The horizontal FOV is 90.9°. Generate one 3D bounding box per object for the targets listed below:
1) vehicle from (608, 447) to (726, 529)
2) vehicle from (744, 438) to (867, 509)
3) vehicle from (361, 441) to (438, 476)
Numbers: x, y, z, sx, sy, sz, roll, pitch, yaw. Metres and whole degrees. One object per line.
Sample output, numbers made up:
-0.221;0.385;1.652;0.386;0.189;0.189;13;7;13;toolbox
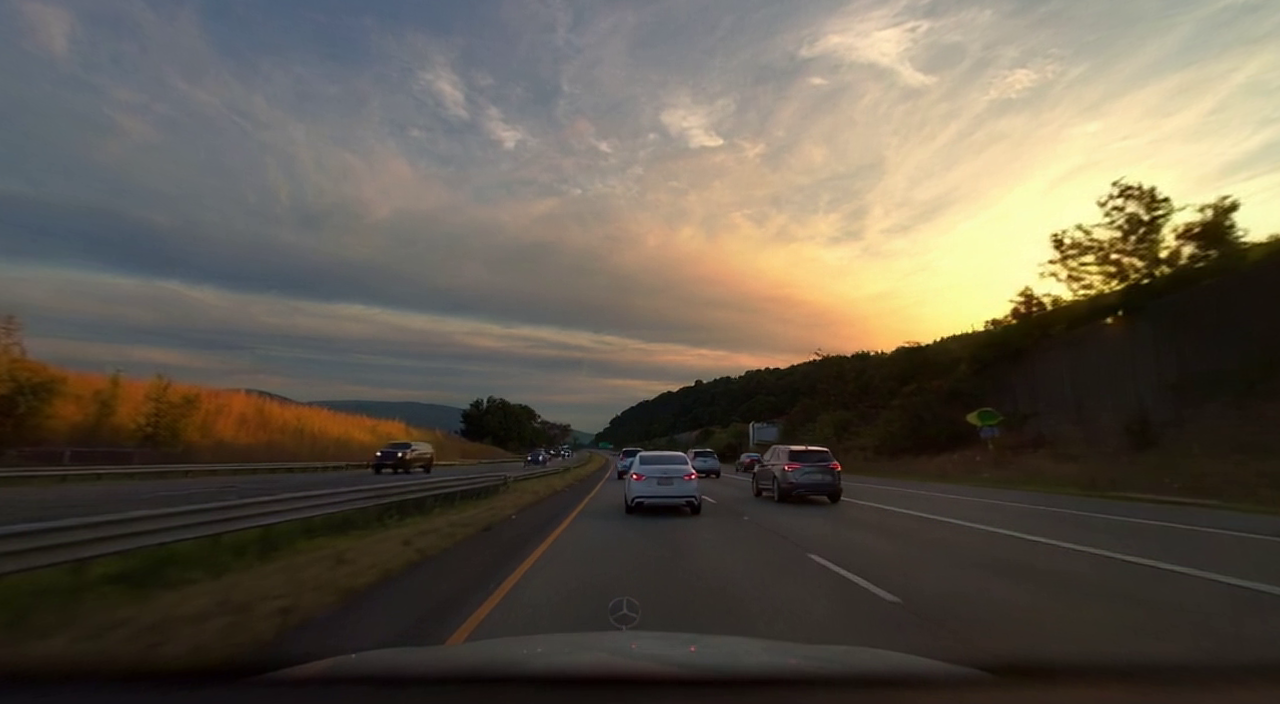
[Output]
0.429;2.711;13.104;2.094;1.426;3.725;0;-9;-1;vehicle
4.319;3.242;17.329;1.998;1.657;4.604;0;-9;-2;vehicle
-12.361;5.507;32.776;2.039;1.666;5.002;0;-9;-1;vehicle
